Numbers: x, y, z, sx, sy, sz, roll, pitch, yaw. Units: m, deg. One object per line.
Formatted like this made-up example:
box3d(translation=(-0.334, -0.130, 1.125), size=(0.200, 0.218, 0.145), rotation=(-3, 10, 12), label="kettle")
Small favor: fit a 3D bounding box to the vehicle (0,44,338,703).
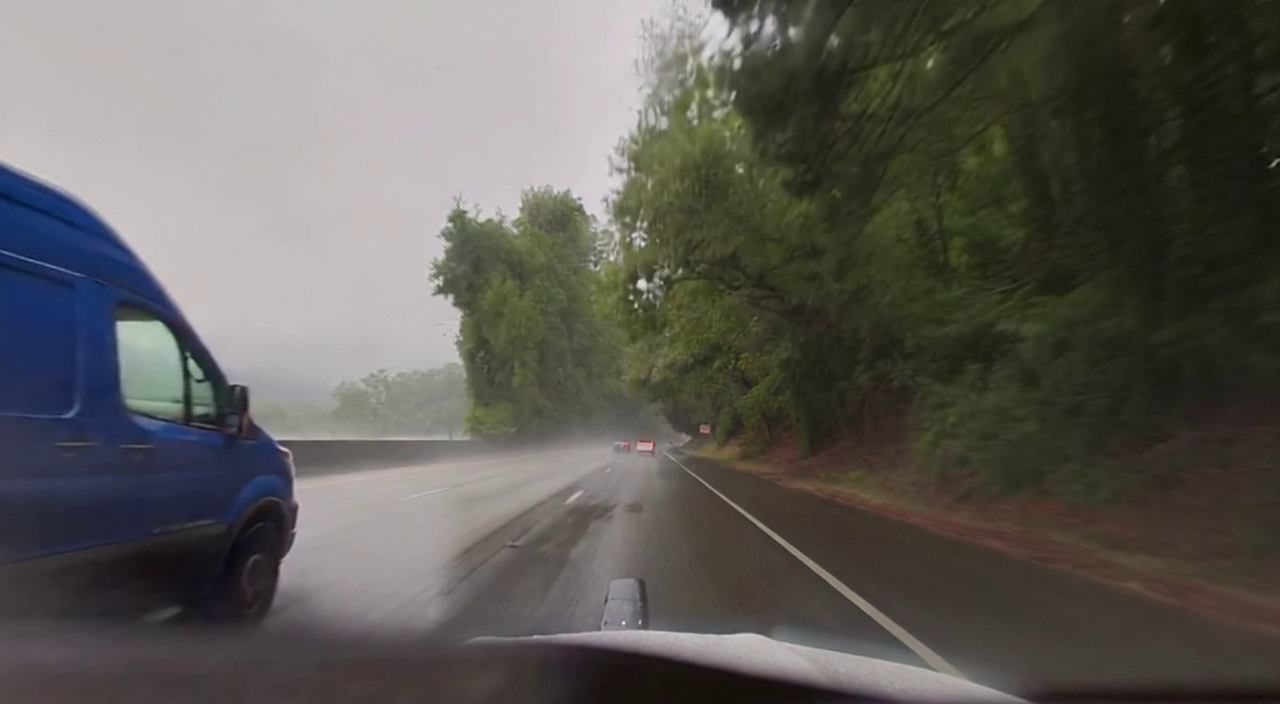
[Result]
box3d(translation=(-3.814, 0.151, 2.412), size=(2.319, 2.883, 5.632), rotation=(0, -8, 2), label="vehicle")
